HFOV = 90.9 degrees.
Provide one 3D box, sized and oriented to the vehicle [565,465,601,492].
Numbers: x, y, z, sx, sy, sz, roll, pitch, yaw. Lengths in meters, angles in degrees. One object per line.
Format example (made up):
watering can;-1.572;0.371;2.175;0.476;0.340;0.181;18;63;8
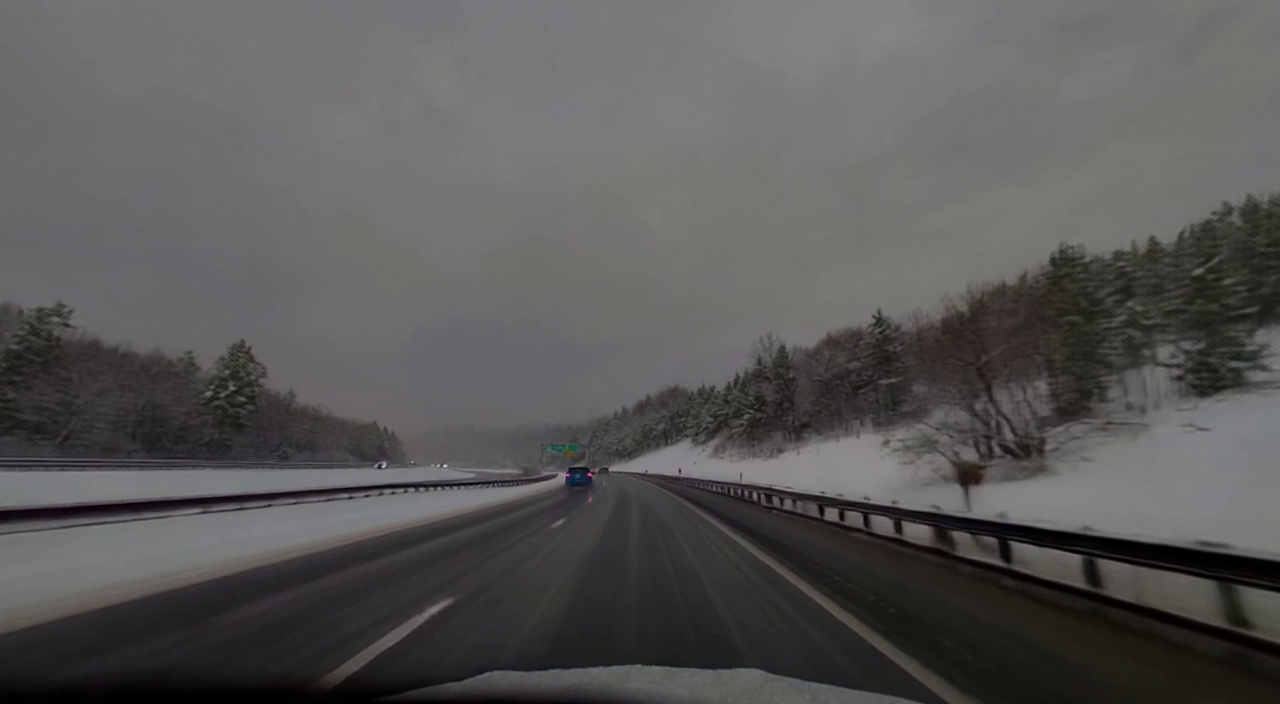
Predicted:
vehicle;-3.567;7.992;39.969;1.967;1.556;4.364;1;-10;-2
